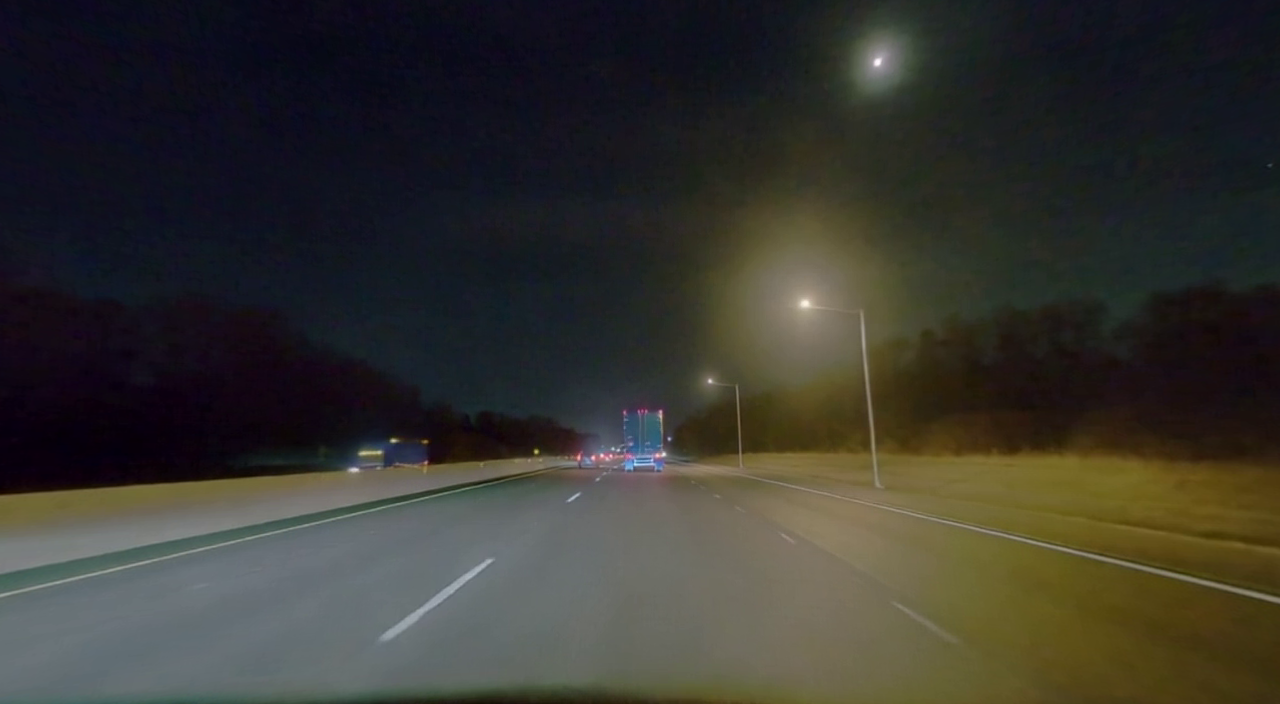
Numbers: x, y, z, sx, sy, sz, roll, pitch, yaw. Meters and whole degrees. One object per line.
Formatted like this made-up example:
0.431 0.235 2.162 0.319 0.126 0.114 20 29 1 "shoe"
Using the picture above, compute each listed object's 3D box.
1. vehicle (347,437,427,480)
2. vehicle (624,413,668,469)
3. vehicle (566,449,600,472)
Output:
-16.152 6.824 40.821 2.236 2.527 6.874 0 -9 0 "vehicle"
0.271 6.874 48.328 2.864 3.805 9.500 0 -9 -2 "vehicle"
-4.056 7.806 45.654 2.053 1.523 4.450 0 -9 0 "vehicle"
